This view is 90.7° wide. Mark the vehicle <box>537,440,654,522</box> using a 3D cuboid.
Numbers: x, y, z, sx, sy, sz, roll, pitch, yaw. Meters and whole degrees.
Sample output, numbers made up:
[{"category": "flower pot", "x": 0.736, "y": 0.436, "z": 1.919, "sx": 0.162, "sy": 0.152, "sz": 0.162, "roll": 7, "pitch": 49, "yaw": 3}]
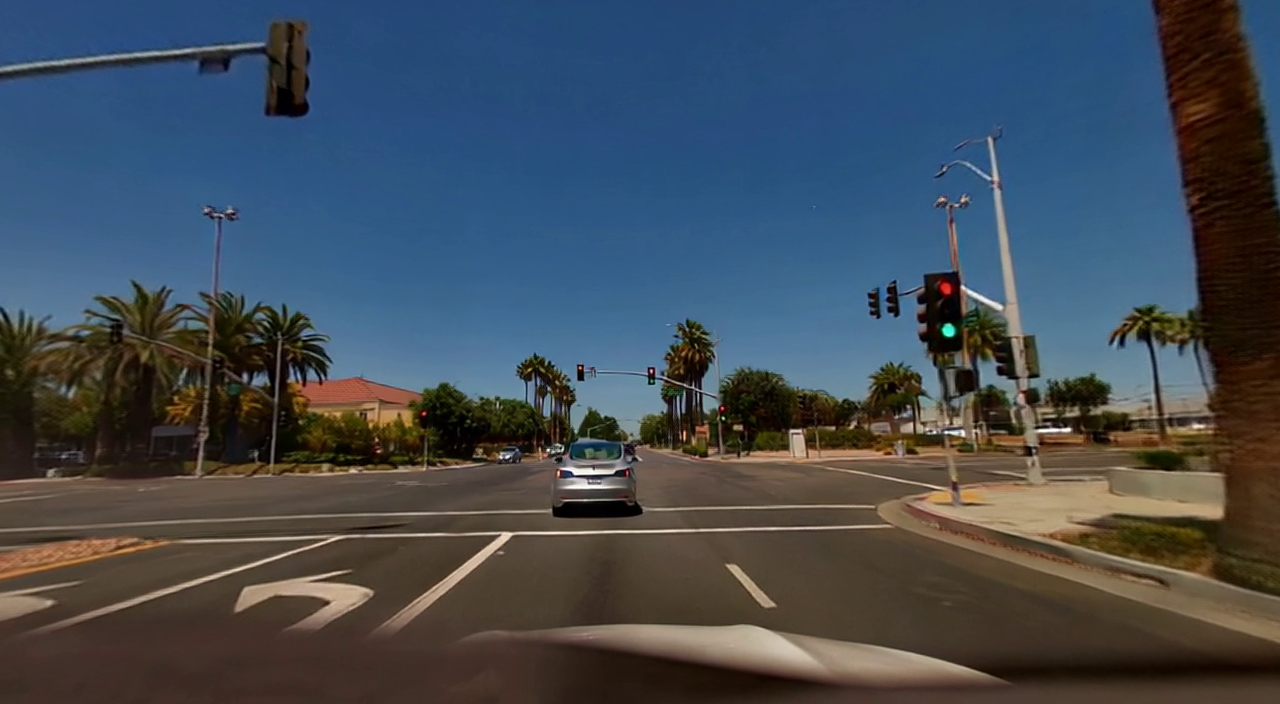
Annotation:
[{"category": "vehicle", "x": -0.870, "y": 2.680, "z": 13.772, "sx": 2.152, "sy": 1.478, "sz": 4.229, "roll": 0, "pitch": -8, "yaw": -2}]
